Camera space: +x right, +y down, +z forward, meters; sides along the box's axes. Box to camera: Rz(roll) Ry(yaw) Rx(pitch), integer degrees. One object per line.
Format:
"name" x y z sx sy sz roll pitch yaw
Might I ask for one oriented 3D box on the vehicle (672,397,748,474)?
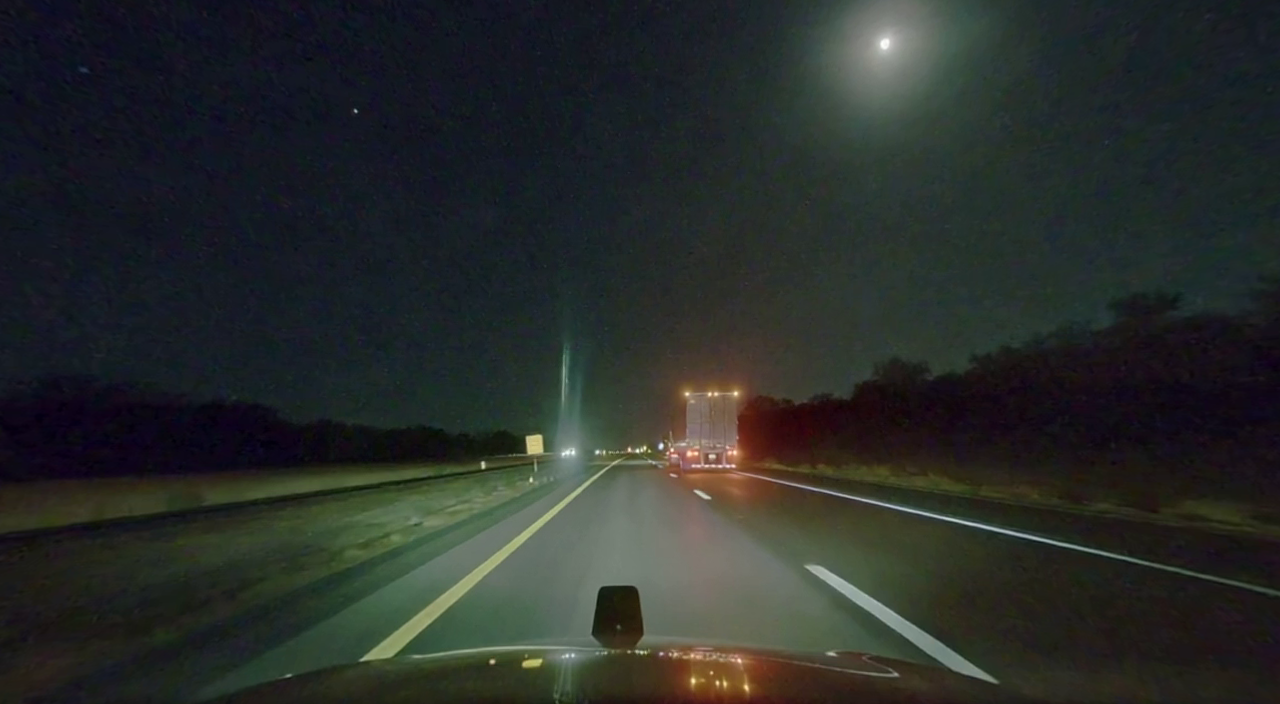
"vehicle" 3.927 5.368 39.187 2.922 3.905 14.151 0 -9 -1
